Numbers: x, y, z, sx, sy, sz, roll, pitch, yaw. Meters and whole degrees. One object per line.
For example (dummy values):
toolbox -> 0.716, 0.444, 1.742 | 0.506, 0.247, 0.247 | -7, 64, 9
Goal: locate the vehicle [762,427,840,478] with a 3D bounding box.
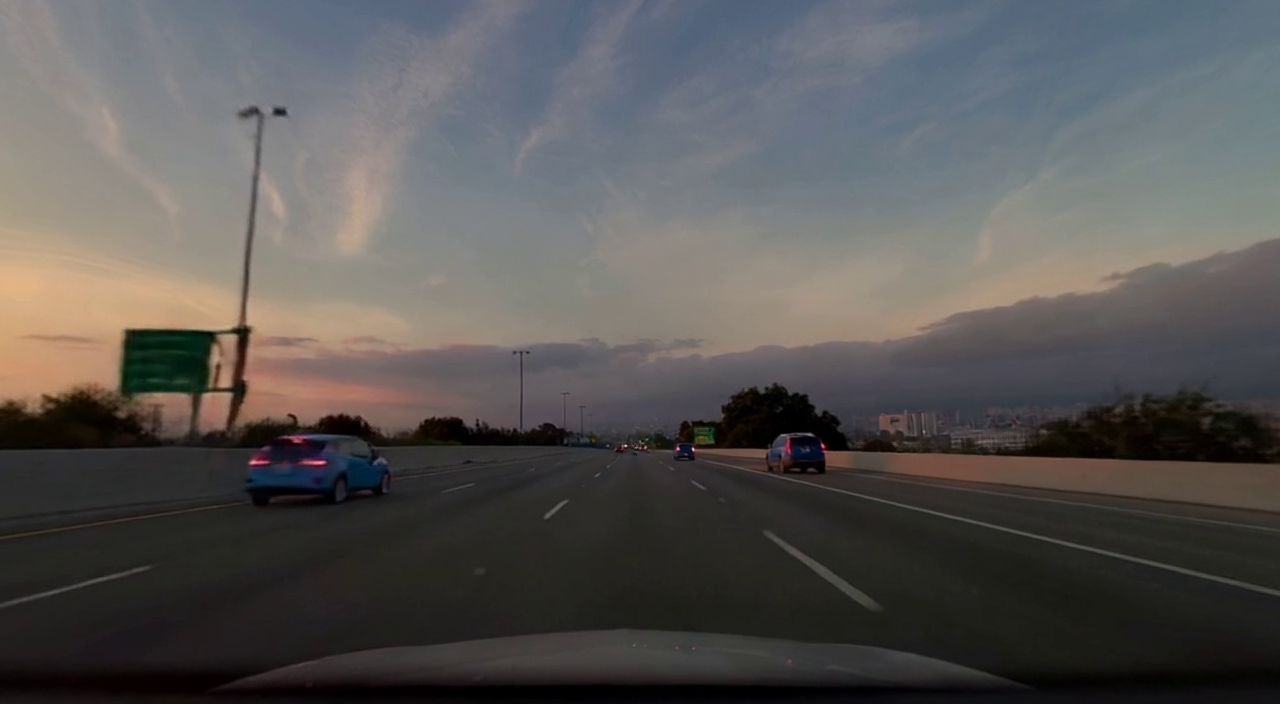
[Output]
vehicle -> 6.779, 4.288, 27.172 | 2.065, 1.953, 4.605 | 0, -8, -1

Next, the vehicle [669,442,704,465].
vehicle -> 3.193, 7.038, 44.027 | 2.000, 1.533, 3.770 | 0, -8, -2

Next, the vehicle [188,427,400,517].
vehicle -> -7.708, 2.690, 14.948 | 2.083, 1.696, 5.464 | 1, -8, -2

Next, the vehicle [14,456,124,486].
vehicle -> -32.317, 6.723, 35.959 | 1.839, 1.466, 4.787 | 0, -8, -1
